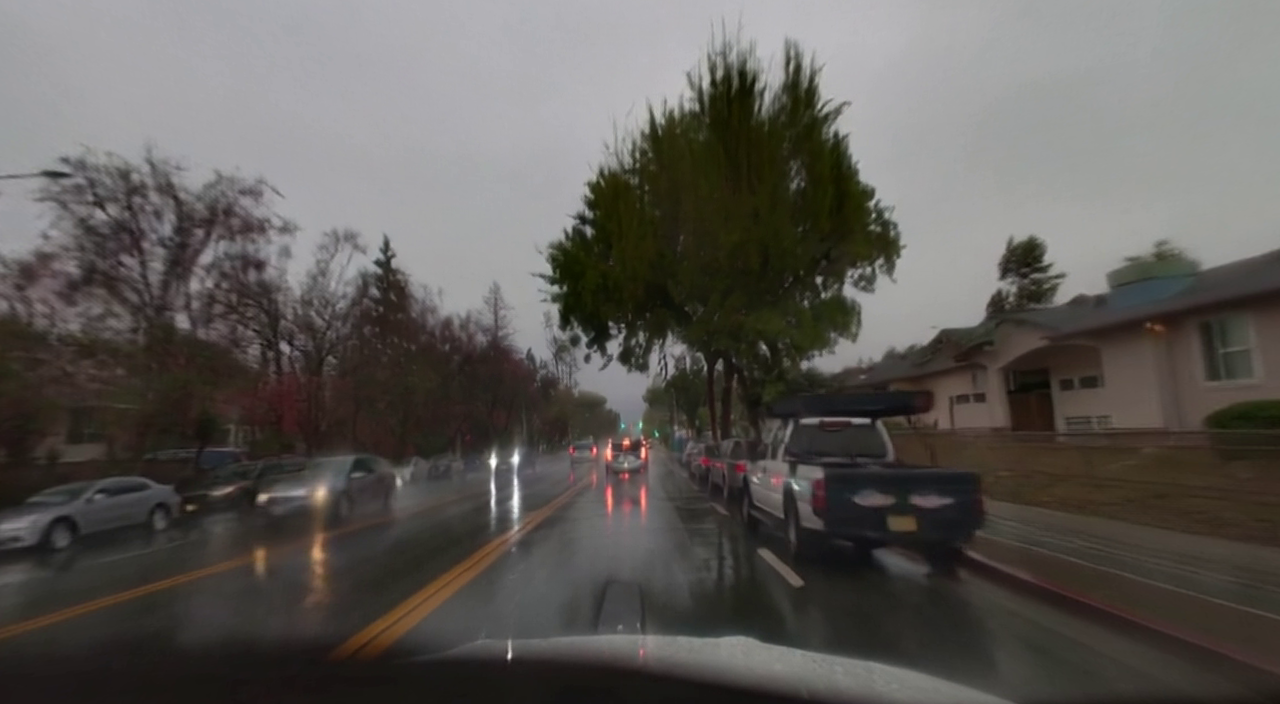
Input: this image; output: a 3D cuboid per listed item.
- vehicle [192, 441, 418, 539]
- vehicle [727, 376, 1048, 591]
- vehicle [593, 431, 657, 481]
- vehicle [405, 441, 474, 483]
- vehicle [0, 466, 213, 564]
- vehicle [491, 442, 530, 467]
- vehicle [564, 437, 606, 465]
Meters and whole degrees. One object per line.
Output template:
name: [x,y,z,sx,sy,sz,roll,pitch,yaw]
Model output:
vehicle: [-6.404,2.627,12.920,1.998,1.518,4.817,-2,-8,0]
vehicle: [2.504,1.477,7.929,2.119,1.884,4.567,0,-8,0]
vehicle: [-0.488,3.641,22.453,2.041,1.575,4.304,0,-8,0]
vehicle: [-12.208,6.690,38.870,2.264,2.010,5.742,-5,-7,0]
vehicle: [-12.088,3.446,13.945,2.047,1.497,4.949,-4,-8,-2]
vehicle: [-9.213,7.311,45.190,1.918,1.648,4.163,0,-8,0]
vehicle: [-3.099,5.667,36.412,2.117,1.528,4.277,0,-8,-1]
